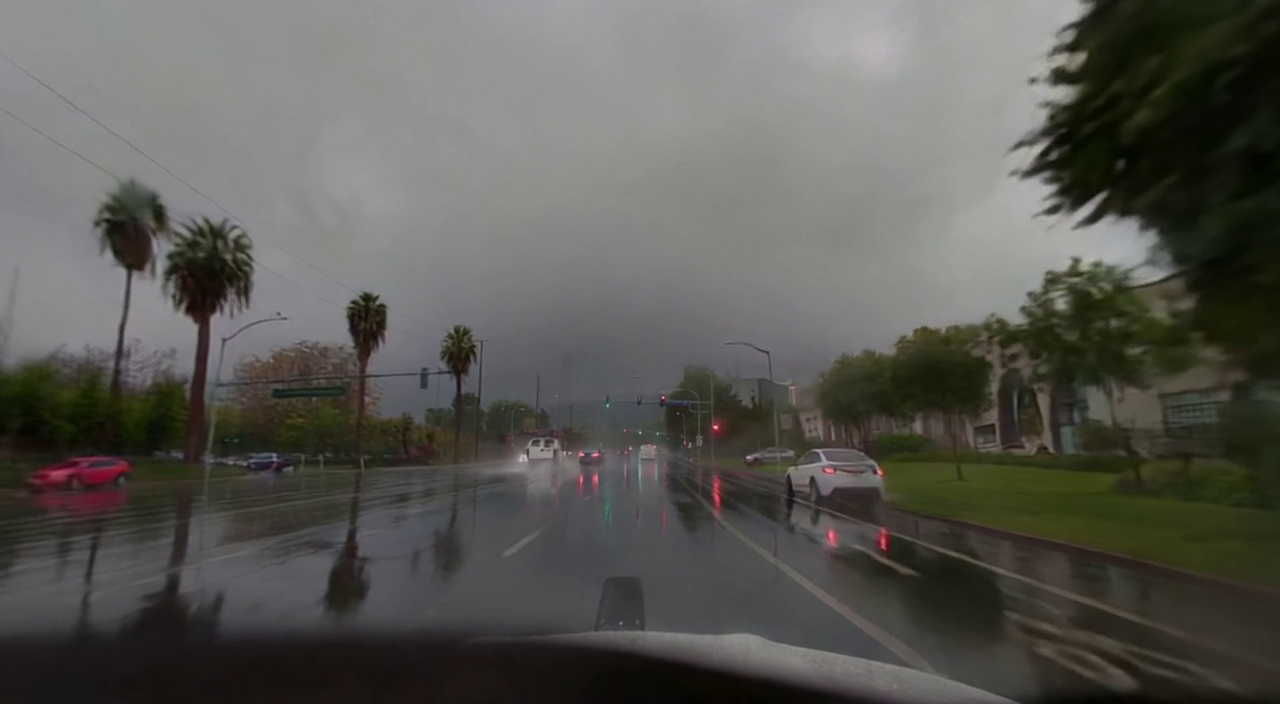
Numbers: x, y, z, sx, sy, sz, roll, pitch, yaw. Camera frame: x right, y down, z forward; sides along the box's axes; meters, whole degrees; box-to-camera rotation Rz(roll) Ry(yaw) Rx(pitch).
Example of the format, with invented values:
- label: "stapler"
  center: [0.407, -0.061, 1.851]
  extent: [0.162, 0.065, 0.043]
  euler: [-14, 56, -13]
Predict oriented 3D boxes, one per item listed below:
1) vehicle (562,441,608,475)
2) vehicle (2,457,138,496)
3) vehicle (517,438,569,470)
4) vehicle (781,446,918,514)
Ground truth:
- label: "vehicle"
  center: [-3.101, 6.147, 36.585]
  extent: [2.116, 1.806, 4.516]
  euler: [0, -9, 2]
- label: "vehicle"
  center: [-25.388, 5.549, 28.331]
  extent: [1.838, 1.516, 4.484]
  euler: [0, -9, 1]
- label: "vehicle"
  center: [-6.532, 7.004, 43.371]
  extent: [2.457, 2.010, 6.330]
  euler: [0, -9, 1]
- label: "vehicle"
  center: [5.184, 3.200, 16.255]
  extent: [1.994, 1.507, 4.173]
  euler: [1, -9, -1]
